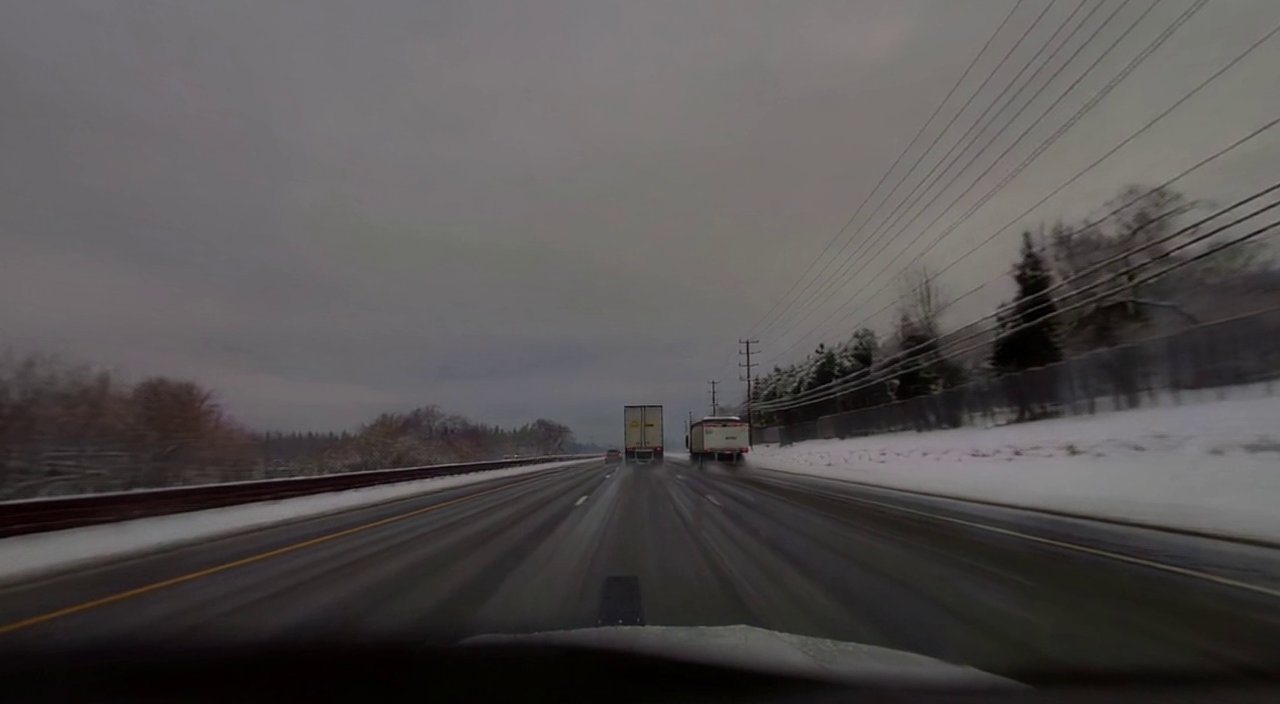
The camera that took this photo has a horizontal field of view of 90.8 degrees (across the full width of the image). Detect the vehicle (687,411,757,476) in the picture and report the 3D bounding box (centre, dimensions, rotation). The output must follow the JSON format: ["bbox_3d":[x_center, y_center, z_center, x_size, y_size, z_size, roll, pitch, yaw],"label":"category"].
[{"bbox_3d":[4.647,5.498,37.557,2.938,3.378,8.820,0,-9,0],"label":"vehicle"}]

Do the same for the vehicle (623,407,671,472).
[{"bbox_3d":[0.535,6.584,46.543,2.997,4.076,13.224,0,-9,1],"label":"vehicle"}]
